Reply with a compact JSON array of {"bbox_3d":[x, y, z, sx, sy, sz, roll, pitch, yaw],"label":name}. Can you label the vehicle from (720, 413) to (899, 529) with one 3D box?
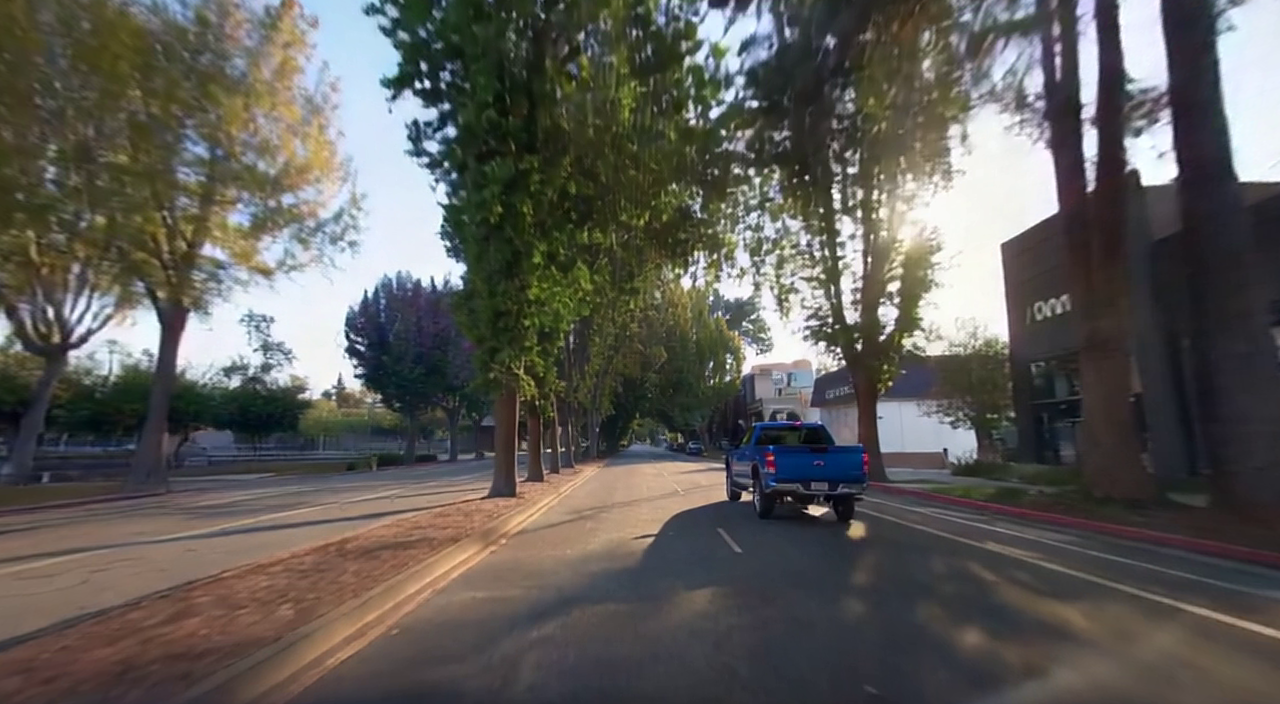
[{"bbox_3d":[3.060,2.297,12.807,2.085,1.828,5.383,0,-8,-1],"label":"vehicle"}]
